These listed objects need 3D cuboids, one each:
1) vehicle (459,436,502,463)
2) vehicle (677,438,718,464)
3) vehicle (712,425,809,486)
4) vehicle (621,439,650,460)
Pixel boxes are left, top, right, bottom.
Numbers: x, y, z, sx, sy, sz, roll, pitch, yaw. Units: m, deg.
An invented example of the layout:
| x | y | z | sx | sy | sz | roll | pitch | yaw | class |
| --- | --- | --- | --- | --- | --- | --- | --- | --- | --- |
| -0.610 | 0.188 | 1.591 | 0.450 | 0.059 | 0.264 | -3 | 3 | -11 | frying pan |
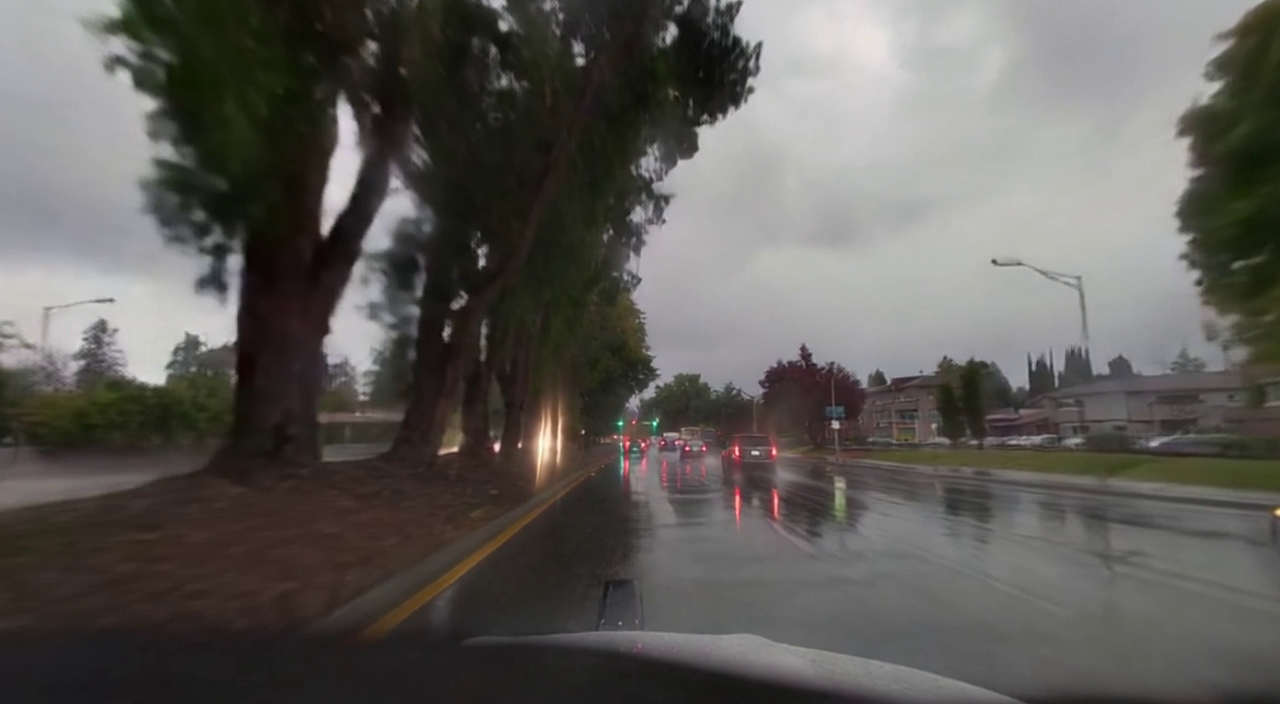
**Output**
| x | y | z | sx | sy | sz | roll | pitch | yaw | class |
| --- | --- | --- | --- | --- | --- | --- | --- | --- | --- |
| -10.742 | 6.620 | 42.886 | 2.058 | 1.716 | 4.266 | 1 | -9 | -3 | vehicle |
| 3.470 | 6.140 | 39.108 | 2.064 | 1.474 | 4.389 | 0 | -9 | -1 | vehicle |
| 3.871 | 3.474 | 21.327 | 2.209 | 1.813 | 4.724 | 0 | -9 | -2 | vehicle |
| -0.341 | 6.958 | 44.991 | 1.988 | 1.418 | 4.214 | 0 | -9 | -1 | vehicle |
